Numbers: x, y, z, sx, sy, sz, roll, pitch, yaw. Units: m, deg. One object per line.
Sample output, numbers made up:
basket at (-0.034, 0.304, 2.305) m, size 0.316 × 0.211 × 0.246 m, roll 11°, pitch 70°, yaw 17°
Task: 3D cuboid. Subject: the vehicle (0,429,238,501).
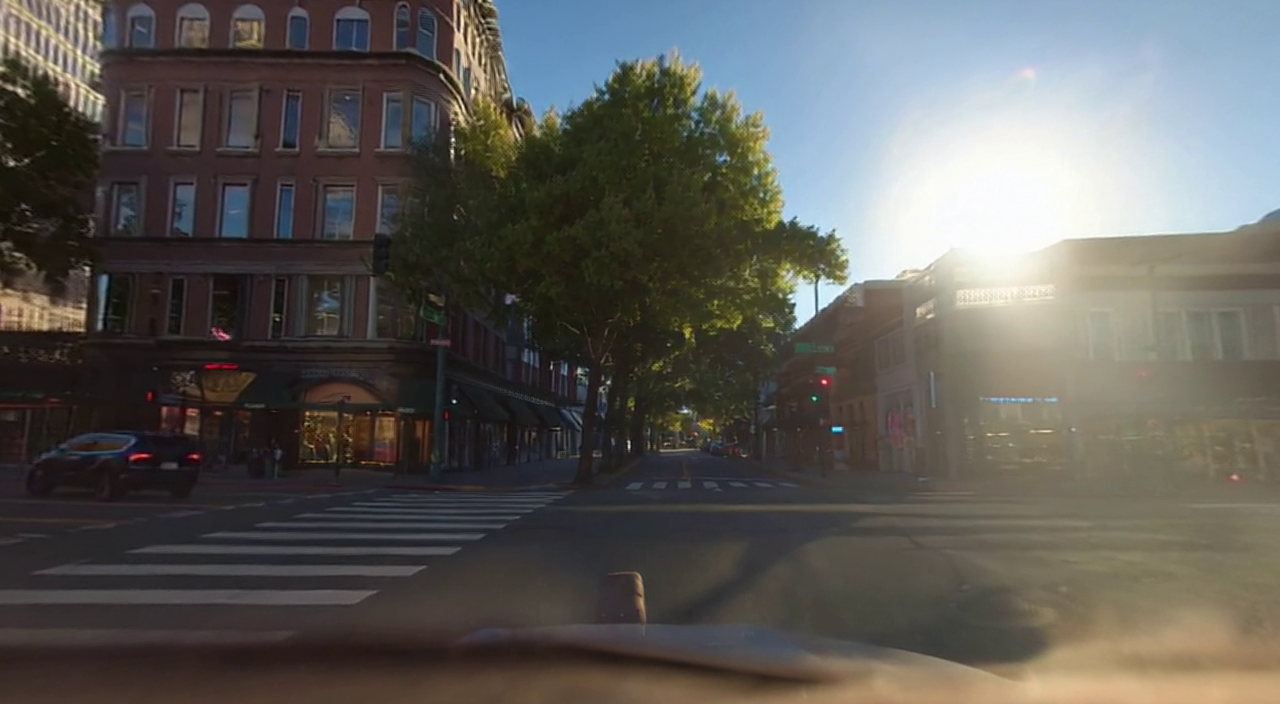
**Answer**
vehicle at (-12.142, 2.588, 14.663) m, size 4.459 × 1.482 × 2.106 m, roll -2°, pitch -9°, yaw 12°
